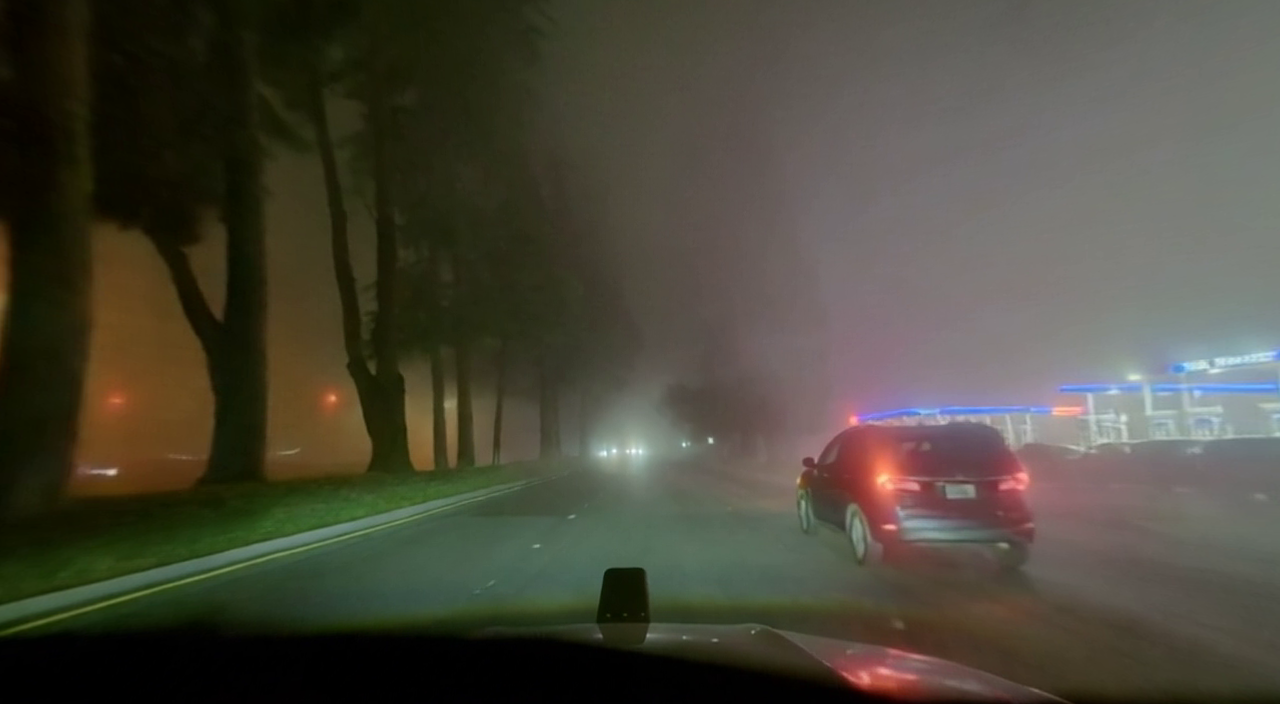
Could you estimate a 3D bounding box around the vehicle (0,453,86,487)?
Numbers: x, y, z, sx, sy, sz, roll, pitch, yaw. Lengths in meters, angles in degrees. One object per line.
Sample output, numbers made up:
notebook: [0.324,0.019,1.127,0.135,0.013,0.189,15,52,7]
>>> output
vehicle: [-31.183,6.066,32.170,4.188,1.365,1.883,-6,-8,3]

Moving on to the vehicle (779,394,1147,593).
vehicle: [3.436,1.638,8.124,2.151,1.771,4.792,0,-9,0]

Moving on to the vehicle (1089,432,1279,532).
vehicle: [11.231,2.328,11.589,4.359,1.656,1.894,-1,-9,3]
